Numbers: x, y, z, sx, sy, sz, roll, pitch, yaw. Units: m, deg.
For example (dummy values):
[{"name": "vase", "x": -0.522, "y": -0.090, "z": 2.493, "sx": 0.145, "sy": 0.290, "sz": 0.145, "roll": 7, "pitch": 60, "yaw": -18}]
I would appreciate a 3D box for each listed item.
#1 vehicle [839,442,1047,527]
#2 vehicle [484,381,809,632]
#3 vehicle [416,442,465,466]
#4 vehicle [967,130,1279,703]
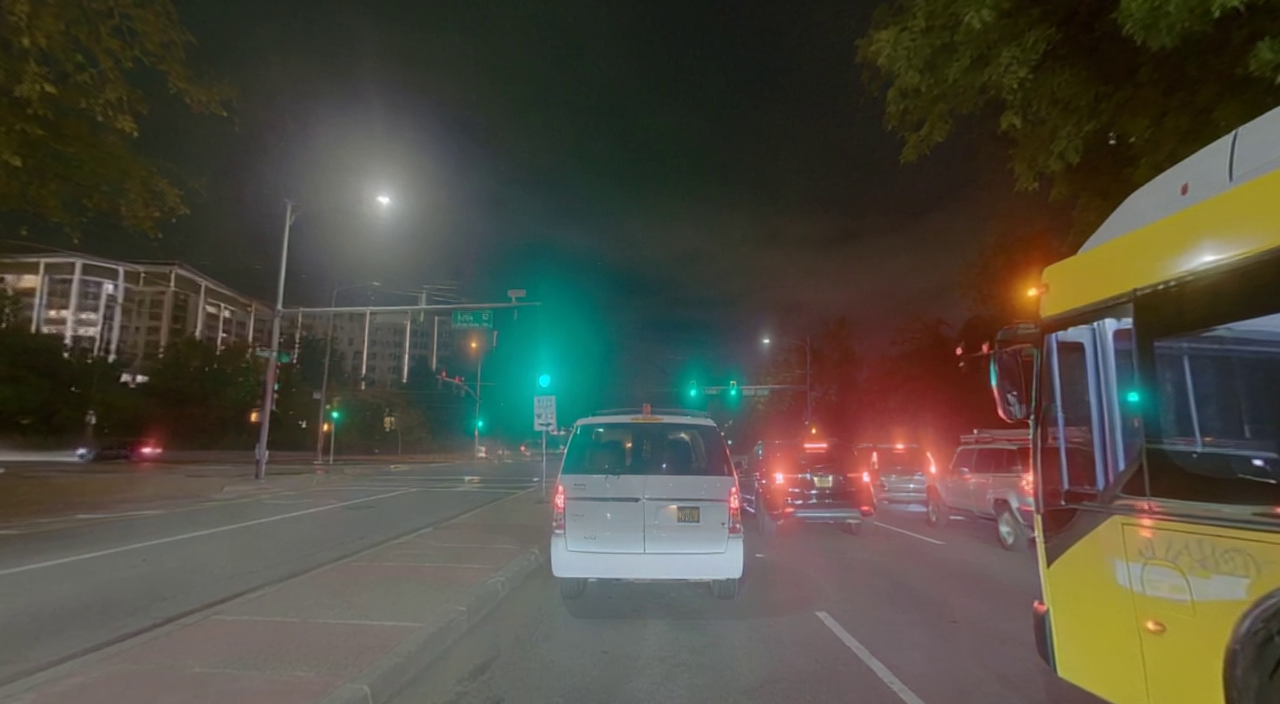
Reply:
[{"name": "vehicle", "x": 5.993, "y": 2.637, "z": 13.221, "sx": 1.987, "sy": 1.457, "sz": 4.675, "roll": 0, "pitch": -8, "yaw": -1}, {"name": "vehicle", "x": 0.023, "y": 1.475, "z": 7.006, "sx": 2.381, "sy": 1.842, "sz": 4.603, "roll": 0, "pitch": -8, "yaw": -1}, {"name": "vehicle", "x": -15.498, "y": 7.901, "z": 48.700, "sx": 1.924, "sy": 1.720, "sz": 4.097, "roll": 8, "pitch": -12, "yaw": -44}, {"name": "vehicle", "x": 2.622, "y": 0.317, "z": 0.423, "sx": 2.037, "sy": 2.065, "sz": 5.037, "roll": 0, "pitch": -8, "yaw": 0}]
